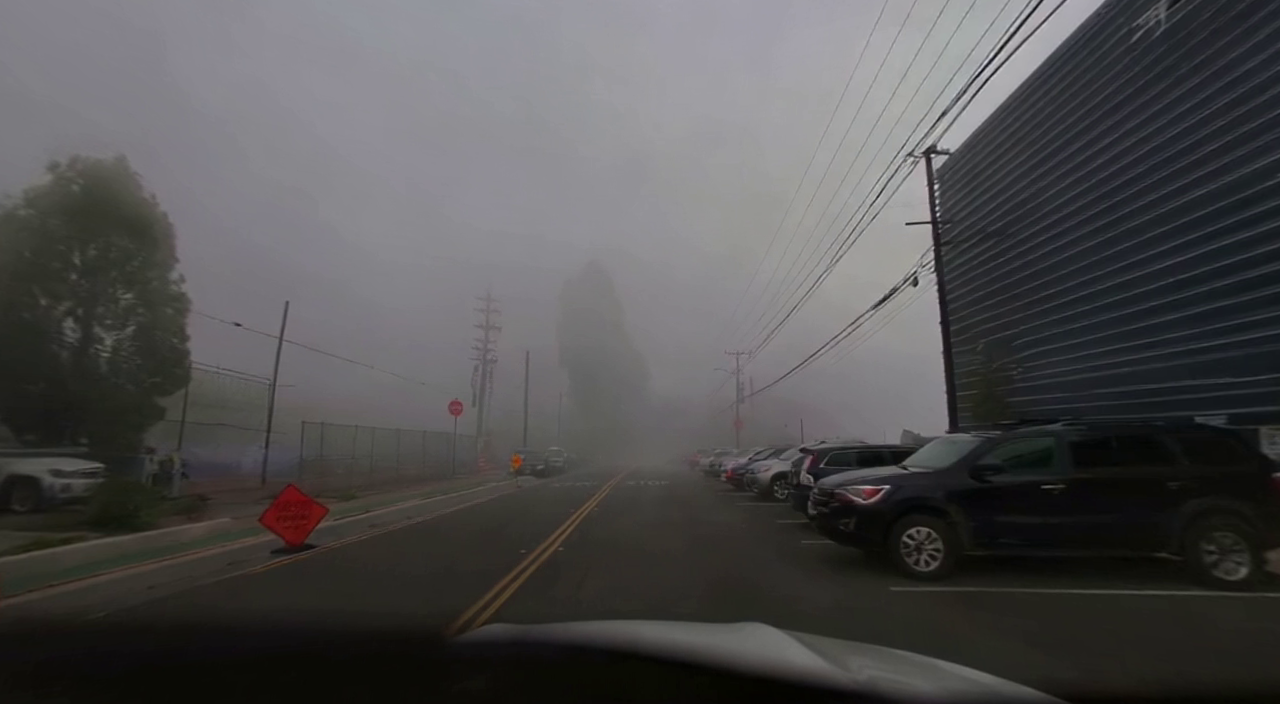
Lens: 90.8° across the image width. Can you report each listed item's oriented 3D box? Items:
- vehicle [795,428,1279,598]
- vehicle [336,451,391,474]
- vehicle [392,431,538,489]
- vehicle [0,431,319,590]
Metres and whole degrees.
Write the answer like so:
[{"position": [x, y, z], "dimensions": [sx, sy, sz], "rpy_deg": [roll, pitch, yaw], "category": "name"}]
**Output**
[{"position": [4.962, 1.727, 7.289], "dimensions": [5.762, 1.626, 2.184], "rpy_deg": [0, -9, 1], "category": "vehicle"}, {"position": [-19.182, 7.683, 44.062], "dimensions": [1.834, 1.459, 4.181], "rpy_deg": [0, -9, 2], "category": "vehicle"}, {"position": [-6.335, 3.977, 23.337], "dimensions": [4.727, 1.976, 1.970], "rpy_deg": [0, -10, 1], "category": "vehicle"}, {"position": [-6.704, 1.751, 7.502], "dimensions": [4.672, 1.474, 1.859], "rpy_deg": [3, -11, 1], "category": "vehicle"}]
